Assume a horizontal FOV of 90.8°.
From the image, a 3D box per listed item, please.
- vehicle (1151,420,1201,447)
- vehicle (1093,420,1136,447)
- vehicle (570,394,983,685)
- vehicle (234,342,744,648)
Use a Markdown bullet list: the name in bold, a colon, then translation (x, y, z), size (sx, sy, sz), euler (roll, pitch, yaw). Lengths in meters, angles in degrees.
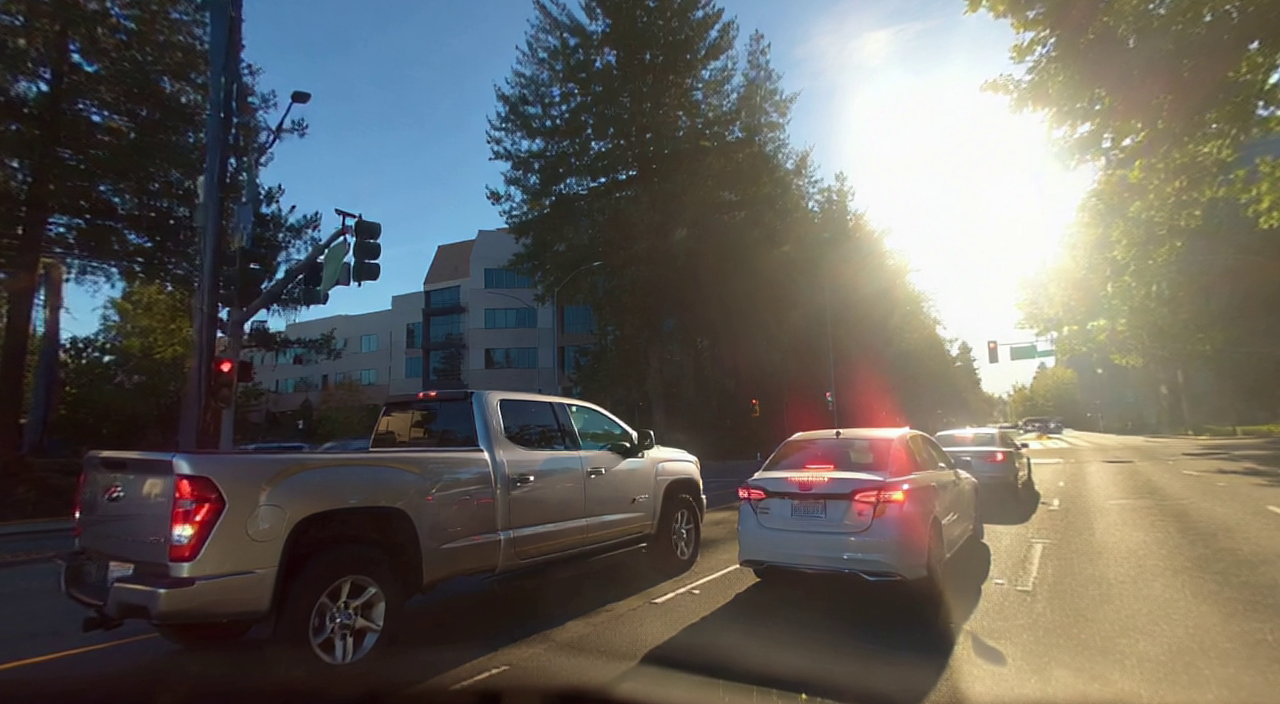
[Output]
- **vehicle**: translation (35.761, 5.478, 42.196), size (2.183, 1.714, 4.491), euler (-6, -11, 37)
- **vehicle**: translation (32.796, 5.677, 43.716), size (2.160, 1.790, 4.303), euler (-6, -10, 35)
- **vehicle**: translation (1.713, 1.379, 5.989), size (2.027, 1.549, 4.801), euler (-6, -10, 35)
- **vehicle**: translation (-0.878, 1.401, 7.460), size (2.272, 2.016, 6.146), euler (-5, -10, 28)
